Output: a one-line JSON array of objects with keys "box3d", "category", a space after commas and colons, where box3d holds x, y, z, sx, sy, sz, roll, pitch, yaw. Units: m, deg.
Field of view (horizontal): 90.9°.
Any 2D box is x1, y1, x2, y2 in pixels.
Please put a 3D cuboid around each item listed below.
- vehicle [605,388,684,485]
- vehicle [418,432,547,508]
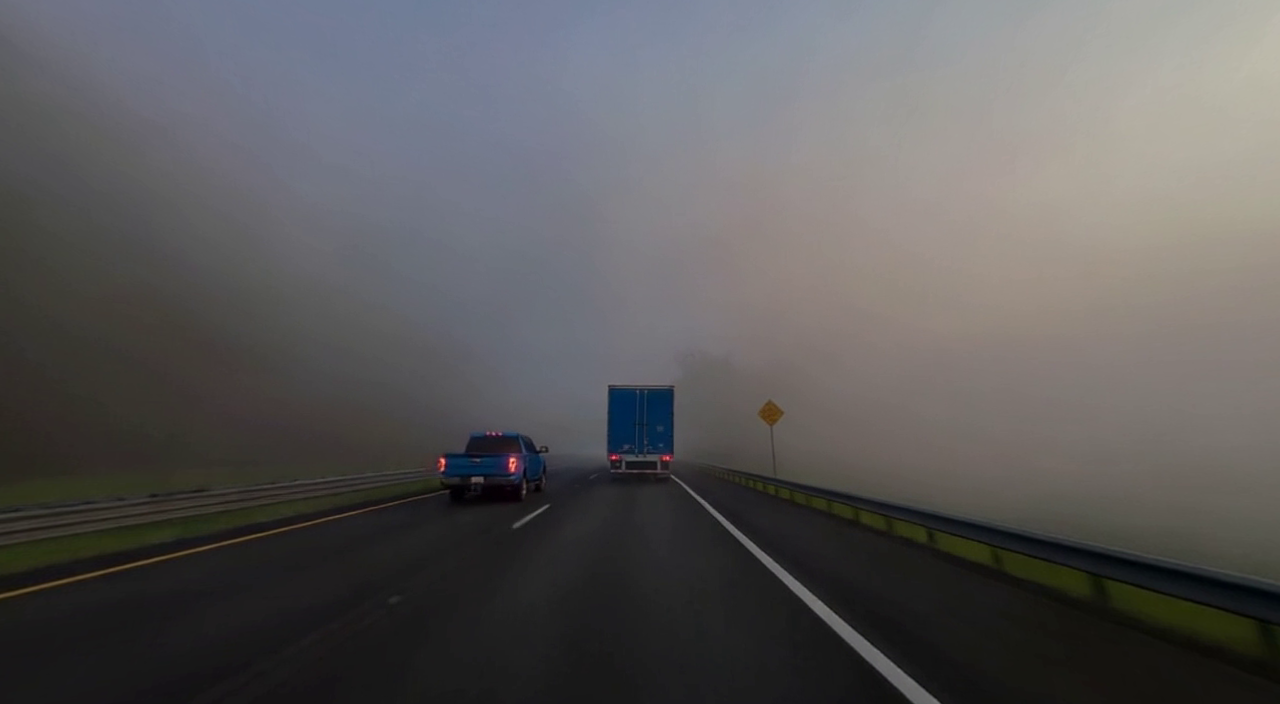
[{"box3d": [0.010, 3.771, 27.477, 2.913, 3.530, 8.648, 0, -9, -2], "category": "vehicle"}, {"box3d": [-3.830, 2.969, 16.238, 2.160, 1.661, 4.388, 0, -9, 0], "category": "vehicle"}]
